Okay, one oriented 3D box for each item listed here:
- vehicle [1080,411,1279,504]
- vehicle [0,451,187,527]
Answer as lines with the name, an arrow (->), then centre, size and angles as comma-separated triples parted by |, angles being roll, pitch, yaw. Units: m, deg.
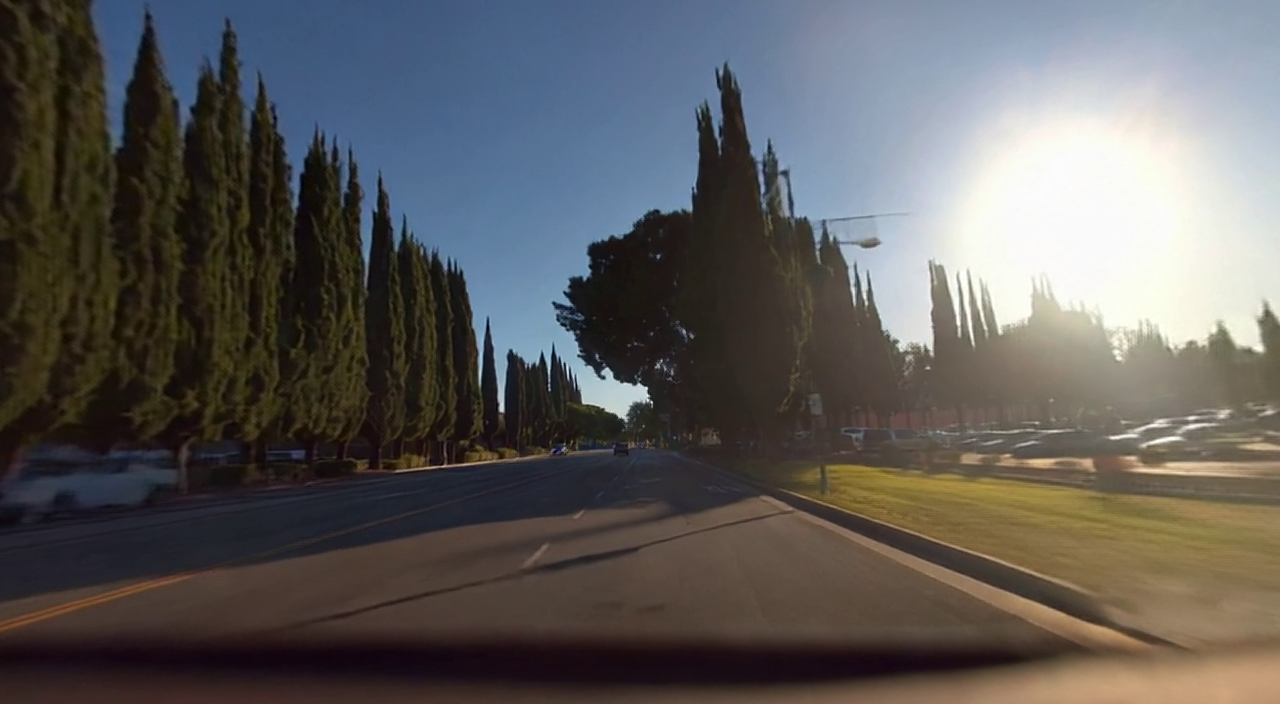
vehicle -> 11.129, 1.909, 11.424 | 4.708, 1.511, 2.022 | 0, -9, 1
vehicle -> -14.083, 3.323, 15.707 | 2.044, 1.514, 4.704 | -4, -9, 2
